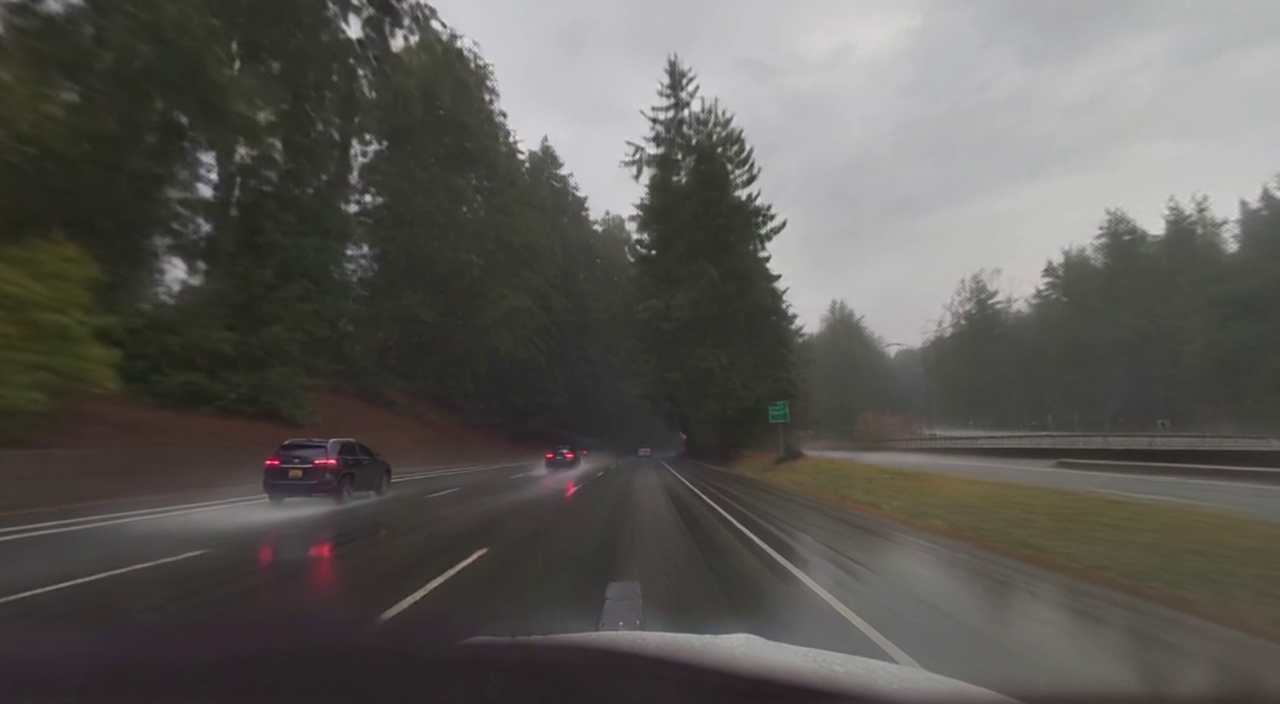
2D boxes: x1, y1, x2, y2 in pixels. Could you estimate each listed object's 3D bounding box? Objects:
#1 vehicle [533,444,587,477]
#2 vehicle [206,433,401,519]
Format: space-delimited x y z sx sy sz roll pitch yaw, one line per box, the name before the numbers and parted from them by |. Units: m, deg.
vehicle | -4.006 5.519 32.322 2.104 1.558 4.639 0 -9 1
vehicle | -7.222 2.681 14.144 2.007 1.616 4.141 0 -9 1
